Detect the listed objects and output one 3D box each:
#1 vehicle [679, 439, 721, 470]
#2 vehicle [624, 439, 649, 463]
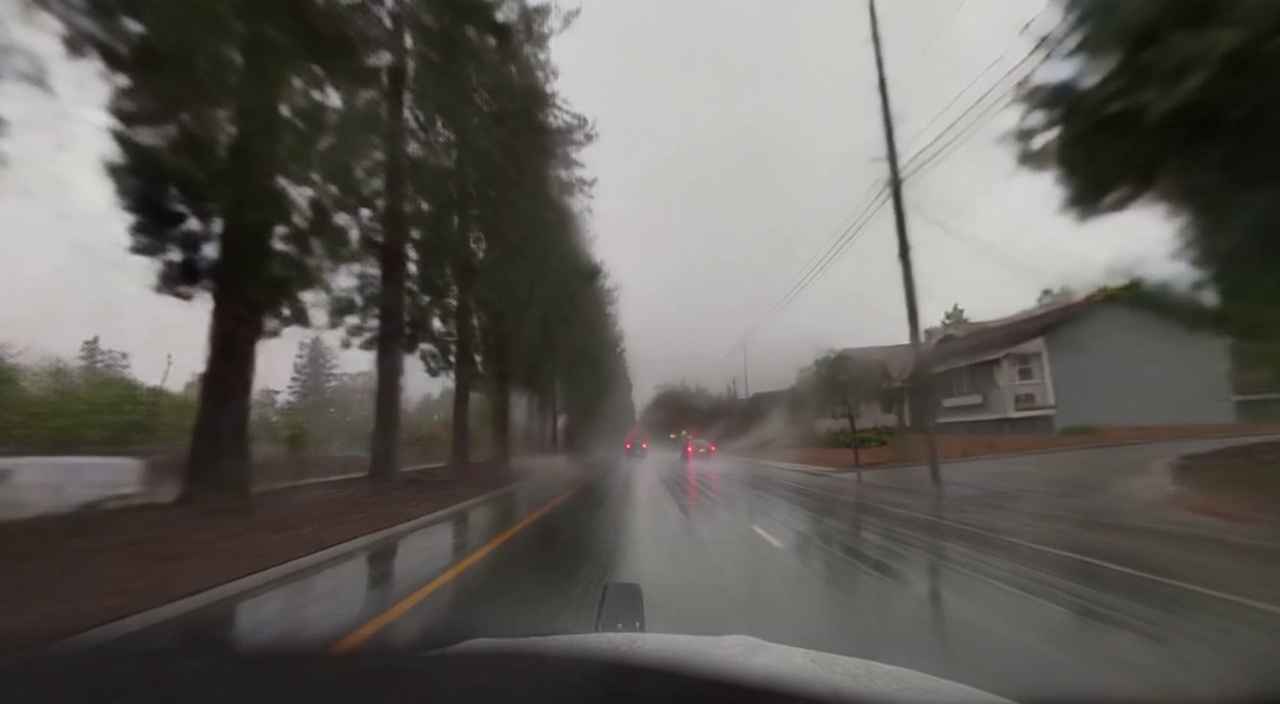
[{"bbox_3d":[3.391,5.873,36.451,1.888,1.640,4.044,0,-9,-2],"label":"vehicle"},{"bbox_3d":[-0.295,7.760,49.736,1.925,1.799,4.257,0,-8,-1],"label":"vehicle"}]
